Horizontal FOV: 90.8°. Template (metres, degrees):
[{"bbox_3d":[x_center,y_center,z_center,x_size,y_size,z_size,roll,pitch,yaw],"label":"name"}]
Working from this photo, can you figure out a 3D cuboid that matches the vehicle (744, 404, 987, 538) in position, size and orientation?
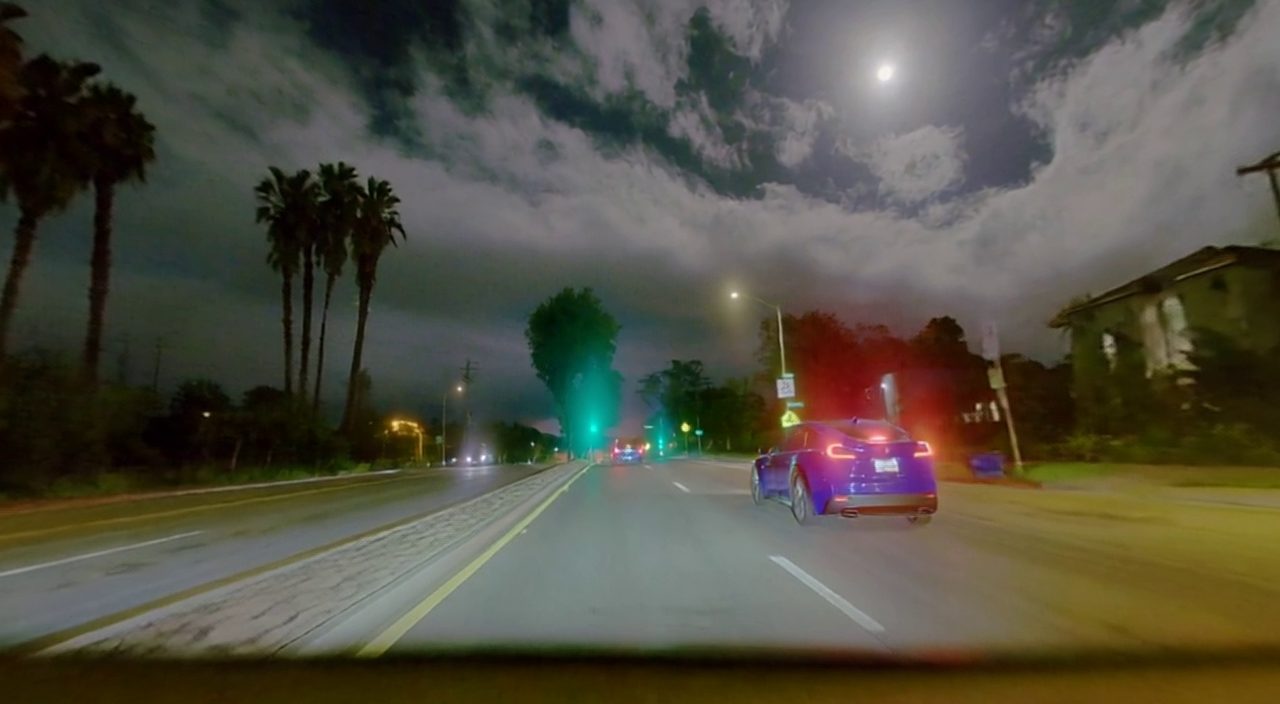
[{"bbox_3d":[3.521,2.007,11.268,2.205,1.803,5.135,0,-9,-3],"label":"vehicle"}]

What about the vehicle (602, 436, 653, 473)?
[{"bbox_3d":[-0.660,5.079,31.460,2.341,1.709,4.466,0,-8,-2],"label":"vehicle"}]
